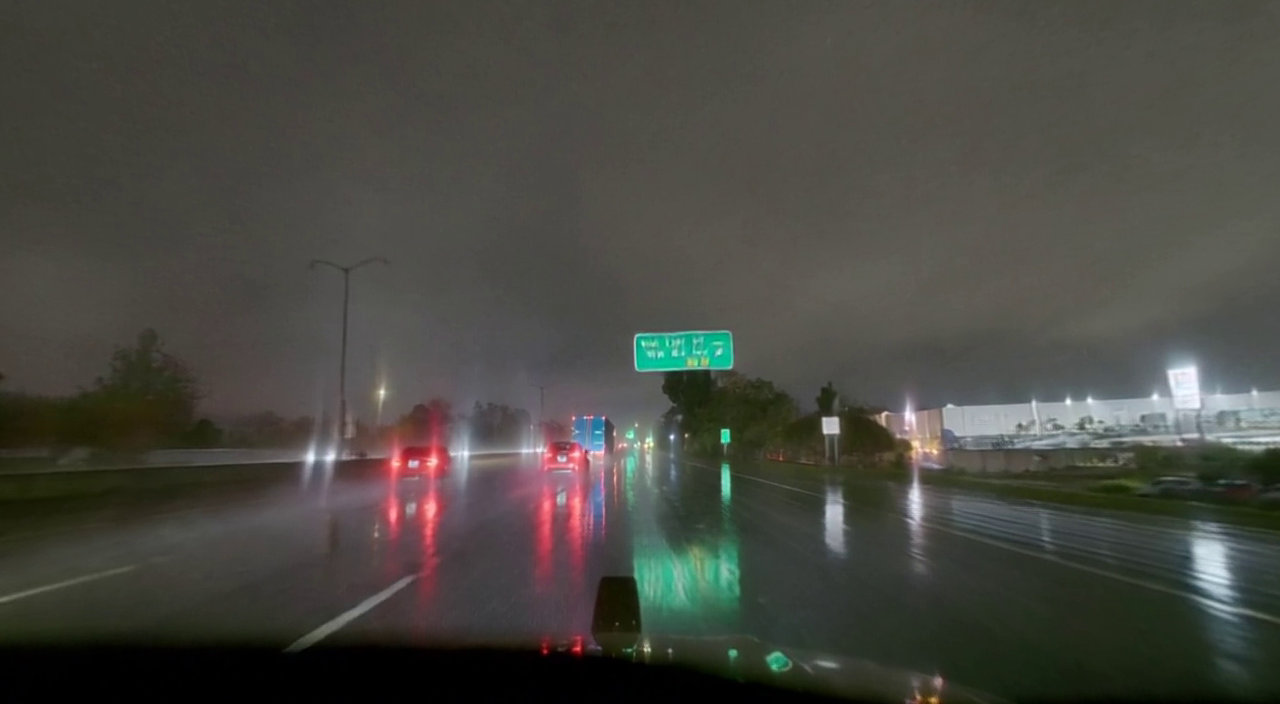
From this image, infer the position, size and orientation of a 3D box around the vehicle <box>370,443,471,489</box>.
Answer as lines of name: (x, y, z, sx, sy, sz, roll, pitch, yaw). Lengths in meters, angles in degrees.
vehicle: (-7.699, 4.034, 22.699, 2.026, 1.477, 4.467, 0, -9, 0)

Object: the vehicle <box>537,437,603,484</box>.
vehicle: (-2.658, 4.244, 24.895, 2.033, 1.669, 4.112, 0, -9, 1)
